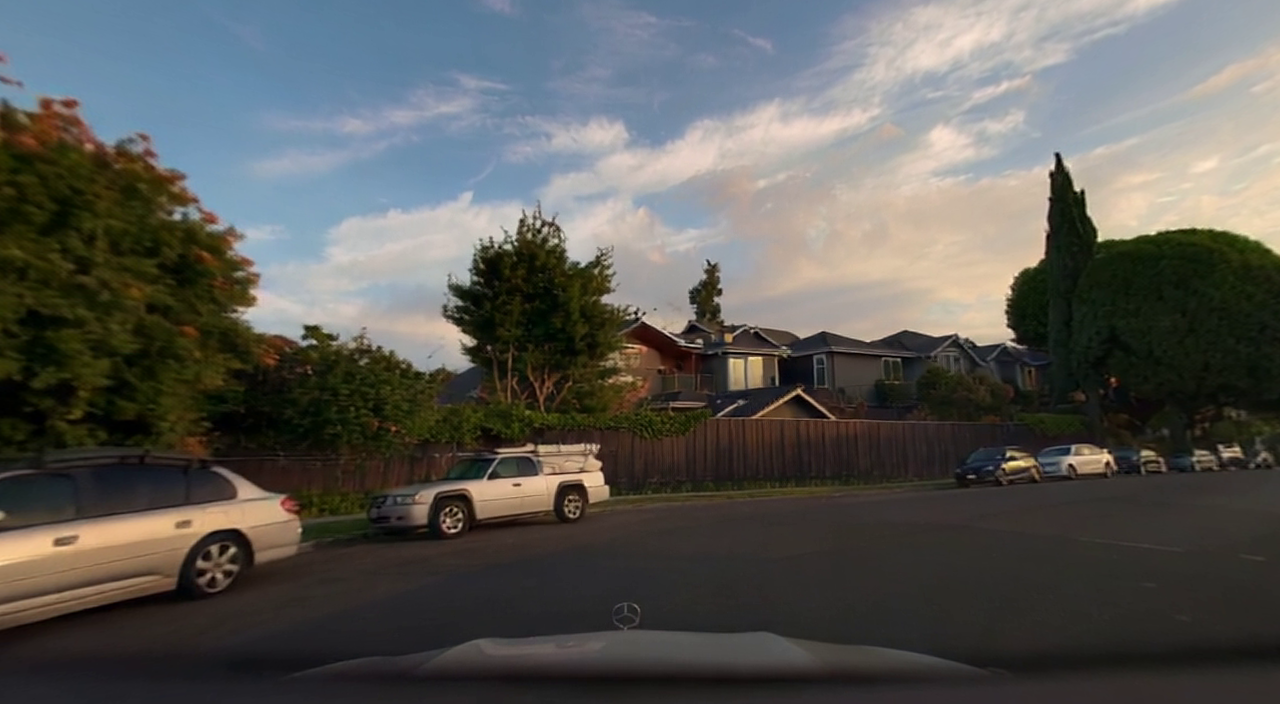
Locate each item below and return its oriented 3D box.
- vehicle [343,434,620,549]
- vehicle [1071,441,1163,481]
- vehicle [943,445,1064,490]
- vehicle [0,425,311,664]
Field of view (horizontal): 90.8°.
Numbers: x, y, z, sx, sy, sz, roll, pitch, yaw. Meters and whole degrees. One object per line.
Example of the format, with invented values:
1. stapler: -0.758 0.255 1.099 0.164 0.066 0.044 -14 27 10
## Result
1. vehicle: -2.517 2.249 10.964 2.082 1.547 4.217 -7 -11 39
2. vehicle: 21.803 4.941 28.852 4.221 1.673 1.918 5 -10 -33
3. vehicle: 13.294 4.124 22.990 4.731 1.478 1.930 6 -10 -35
4. vehicle: -4.922 1.393 4.733 1.943 1.475 4.701 -4 -11 8
